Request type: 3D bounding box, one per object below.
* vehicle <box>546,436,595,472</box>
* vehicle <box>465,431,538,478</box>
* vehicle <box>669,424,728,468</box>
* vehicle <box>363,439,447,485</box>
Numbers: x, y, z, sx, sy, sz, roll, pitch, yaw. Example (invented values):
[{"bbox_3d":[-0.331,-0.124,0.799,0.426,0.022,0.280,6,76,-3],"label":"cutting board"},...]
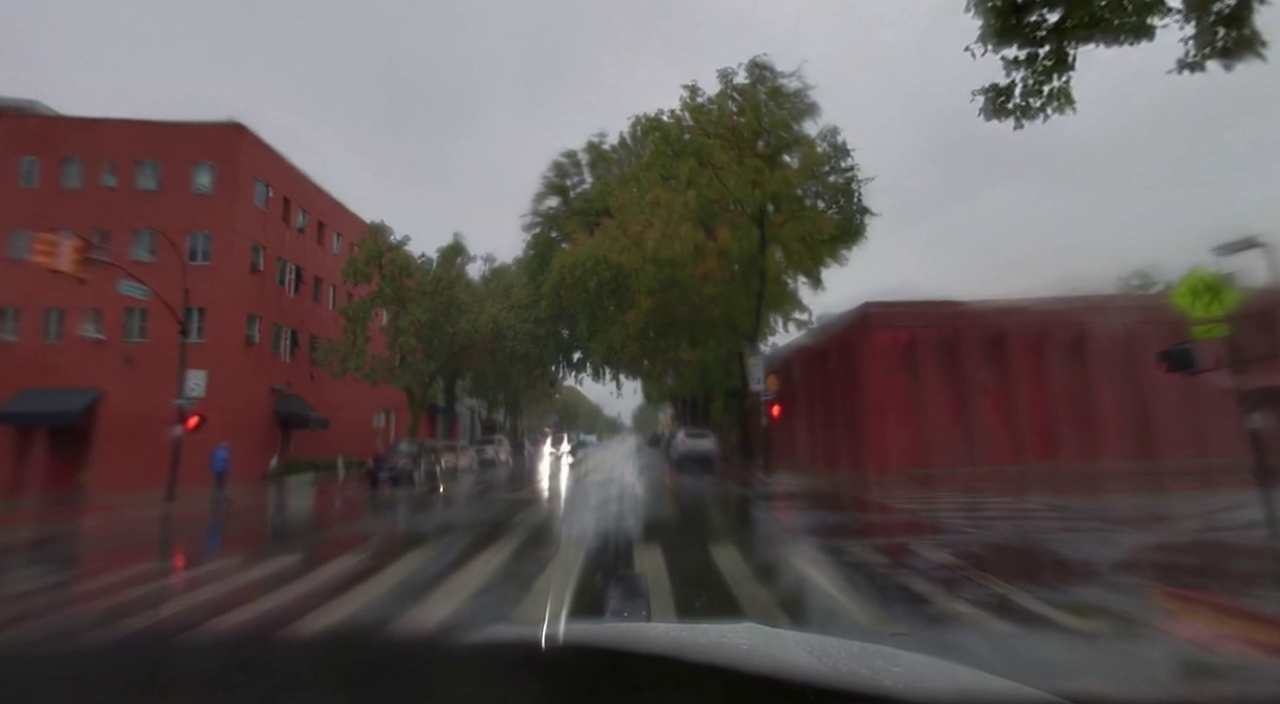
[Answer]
[{"bbox_3d":[-3.261,4.853,30.283,2.033,1.596,4.142,0,-8,-2],"label":"vehicle"},{"bbox_3d":[-5.985,4.494,27.910,2.242,1.887,4.924,0,-8,-2],"label":"vehicle"},{"bbox_3d":[3.069,5.135,34.389,2.557,2.188,5.164,0,-8,-2],"label":"vehicle"},{"bbox_3d":[-9.914,4.648,27.018,2.216,1.804,4.526,1,-8,-5],"label":"vehicle"}]
